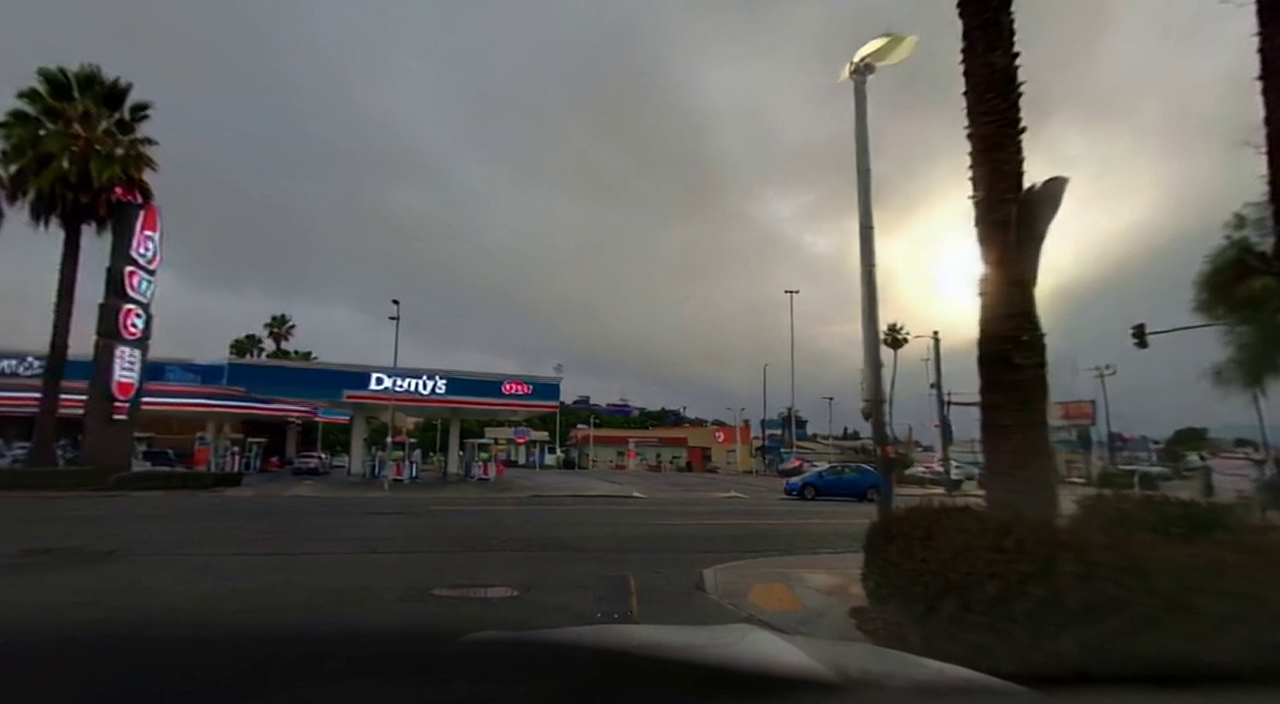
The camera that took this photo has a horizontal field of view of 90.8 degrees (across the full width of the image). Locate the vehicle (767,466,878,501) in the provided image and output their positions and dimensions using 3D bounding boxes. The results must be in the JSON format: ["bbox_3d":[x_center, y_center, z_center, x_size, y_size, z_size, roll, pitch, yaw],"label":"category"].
[{"bbox_3d":[8.389,6.029,29.122,4.570,1.480,1.873,3,-9,-16],"label":"vehicle"}]
